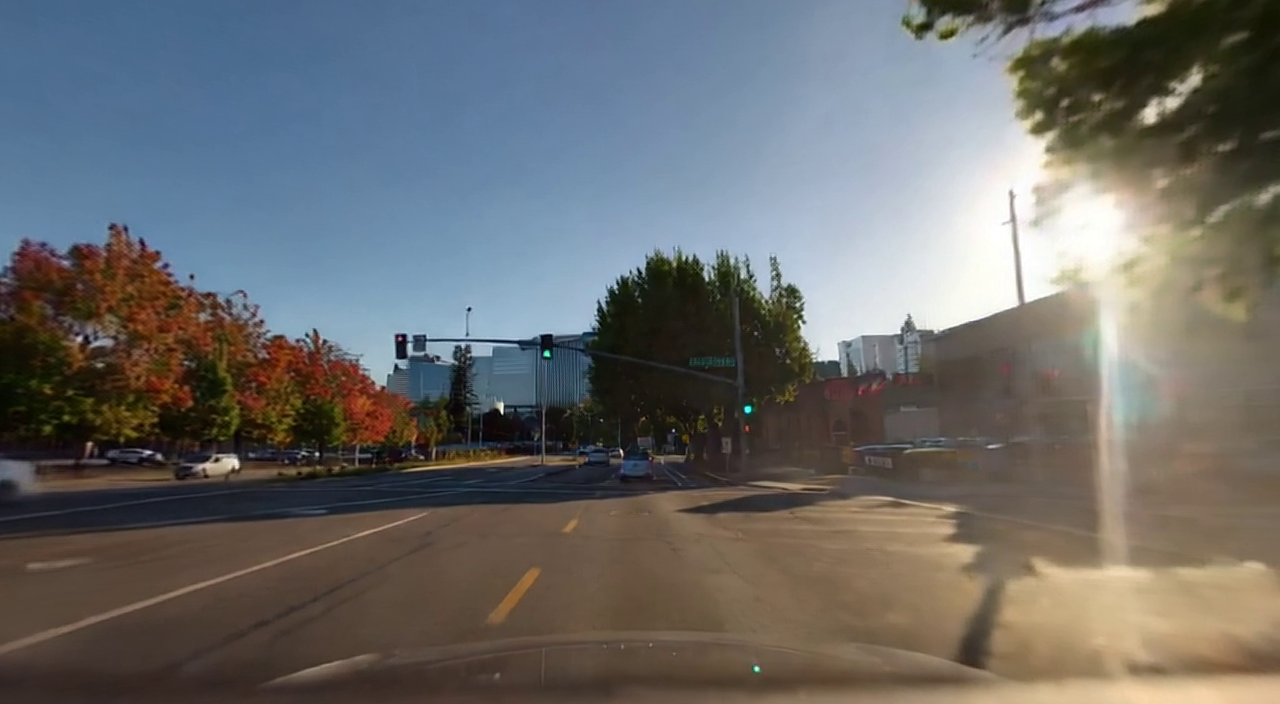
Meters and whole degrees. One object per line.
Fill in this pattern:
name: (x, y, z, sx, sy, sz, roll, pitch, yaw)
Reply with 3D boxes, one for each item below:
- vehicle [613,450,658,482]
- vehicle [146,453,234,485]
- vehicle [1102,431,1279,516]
vehicle: (-0.187, 5.688, 31.818, 2.115, 1.461, 3.976, 0, -8, 1)
vehicle: (-26.891, 6.972, 37.957, 1.969, 1.693, 4.461, 0, -8, 1)
vehicle: (14.497, 2.866, 15.171, 5.174, 1.878, 2.000, 0, -8, -1)
